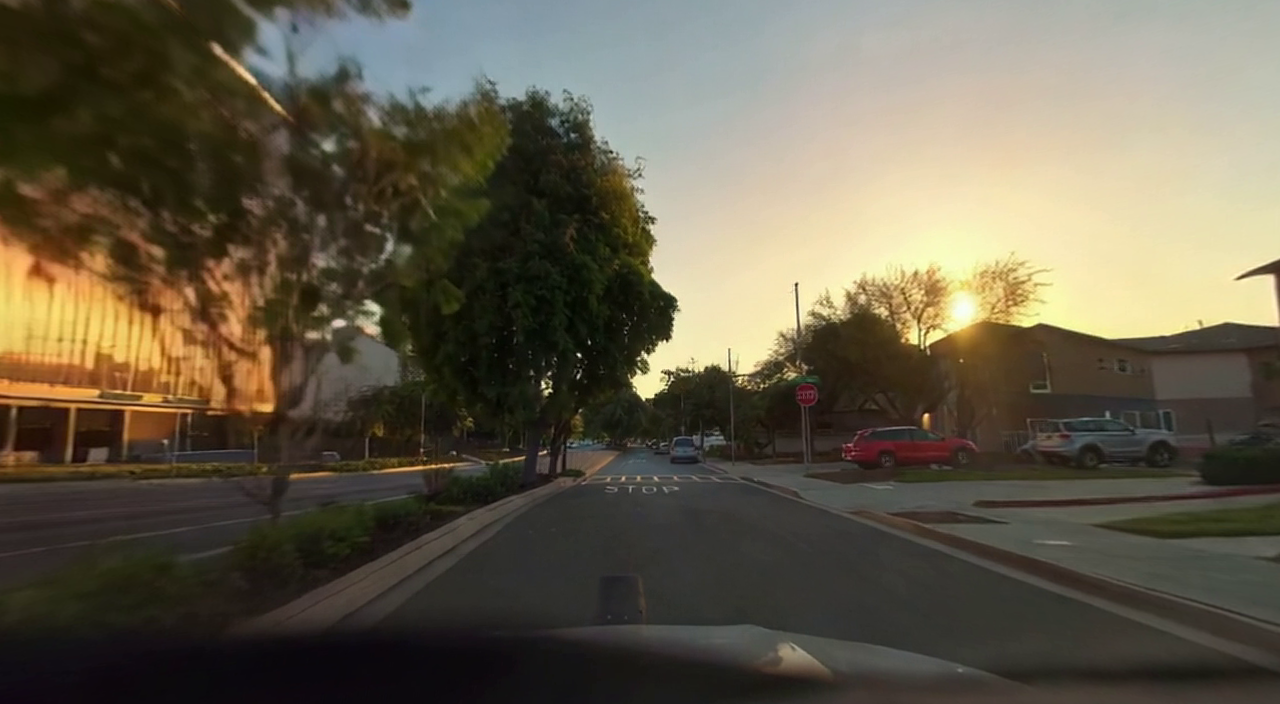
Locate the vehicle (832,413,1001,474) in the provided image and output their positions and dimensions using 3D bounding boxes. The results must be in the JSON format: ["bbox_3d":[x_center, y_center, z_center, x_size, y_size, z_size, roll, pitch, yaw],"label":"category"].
[{"bbox_3d":[9.581,3.232,22.219,4.823,1.667,2.165,-4,-9,0],"label":"vehicle"}]

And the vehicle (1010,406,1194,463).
[{"bbox_3d":[15.946,2.882,21.988,4.730,1.862,1.987,0,-9,1],"label":"vehicle"}]

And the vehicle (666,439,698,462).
[{"bbox_3d":[2.901,6.884,44.134,1.990,1.508,4.123,0,-9,1],"label":"vehicle"}]
